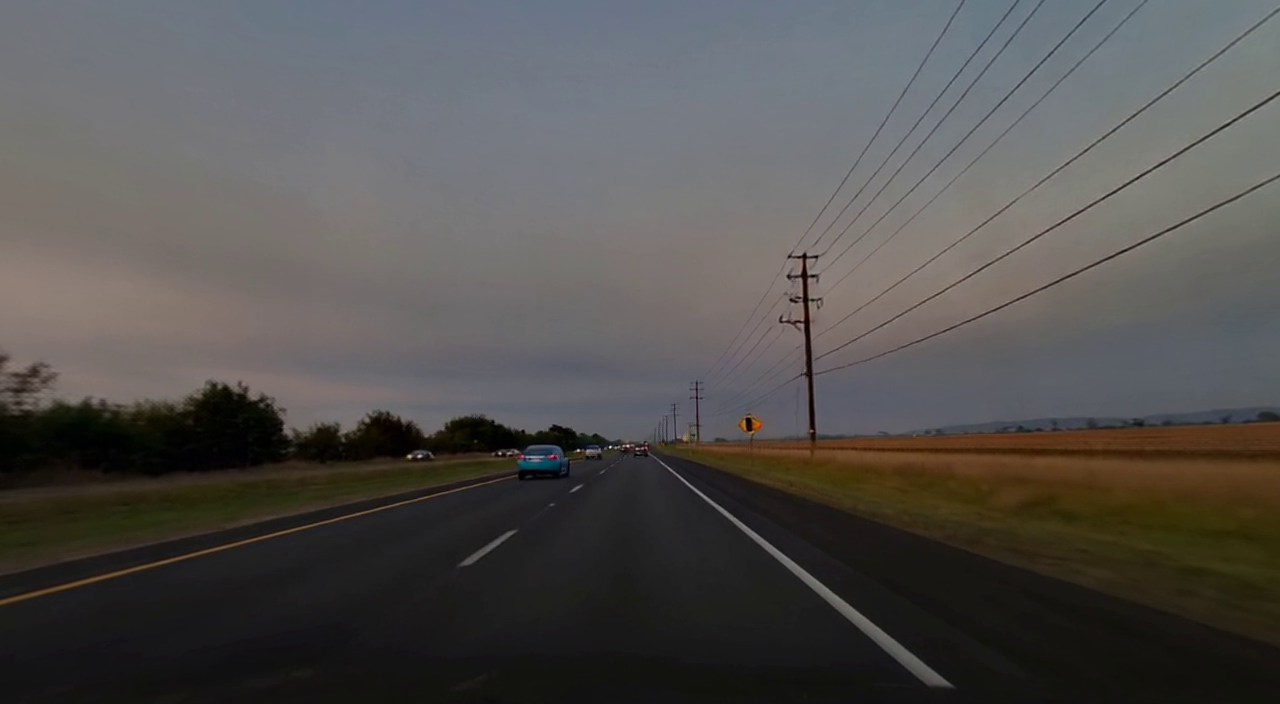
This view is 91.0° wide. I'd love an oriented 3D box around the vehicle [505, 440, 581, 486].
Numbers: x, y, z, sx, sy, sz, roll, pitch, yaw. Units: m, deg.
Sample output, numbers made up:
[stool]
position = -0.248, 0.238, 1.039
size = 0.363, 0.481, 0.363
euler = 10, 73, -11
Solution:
[vehicle]
position = -3.668, 4.307, 24.786
size = 2.120, 1.597, 4.810
euler = 0, -9, 1
